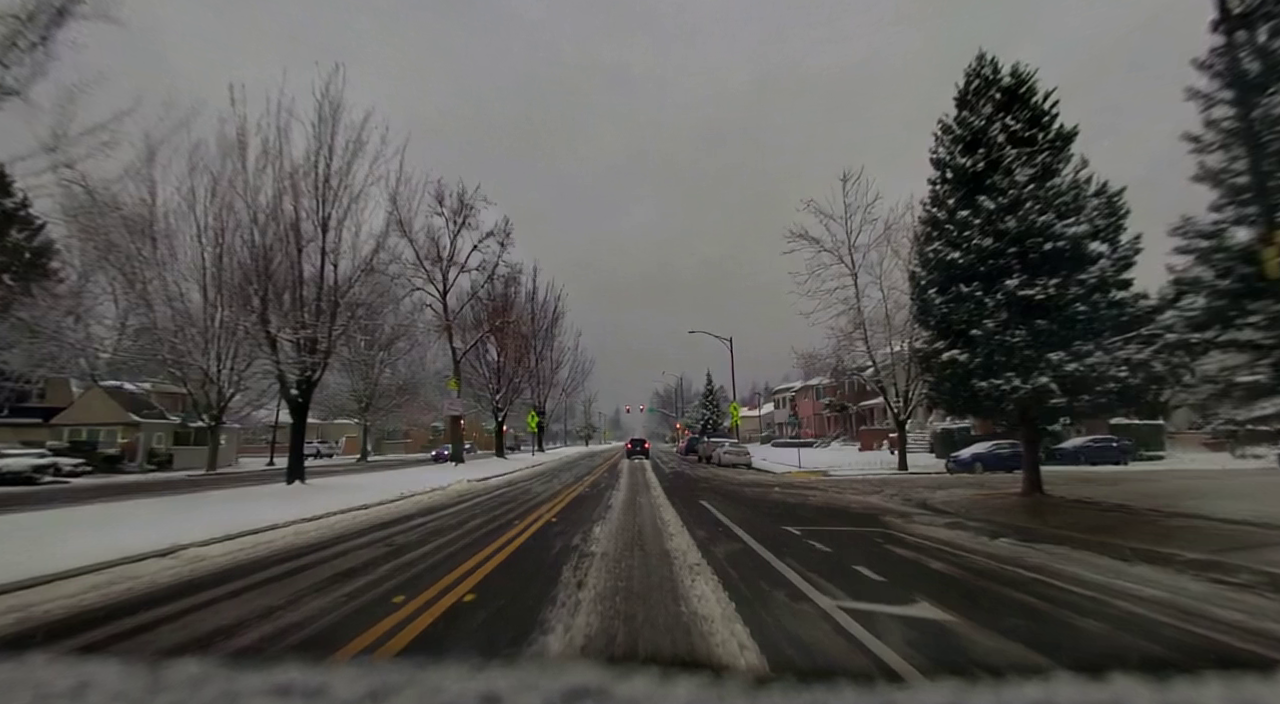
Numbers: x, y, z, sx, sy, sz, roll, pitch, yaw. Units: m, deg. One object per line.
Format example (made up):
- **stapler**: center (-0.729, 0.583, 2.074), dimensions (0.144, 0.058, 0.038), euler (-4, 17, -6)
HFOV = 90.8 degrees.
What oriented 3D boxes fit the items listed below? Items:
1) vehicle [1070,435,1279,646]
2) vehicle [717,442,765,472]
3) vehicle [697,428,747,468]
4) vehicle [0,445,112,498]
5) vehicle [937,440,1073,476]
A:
- **vehicle**: center (5.448, 1.298, 4.251), dimensions (1.963, 1.452, 4.561), euler (0, -9, 1)
- **vehicle**: center (5.649, 5.925, 35.809), dimensions (1.940, 1.584, 4.553), euler (0, -9, 0)
- **vehicle**: center (5.365, 6.429, 42.313), dimensions (2.324, 2.468, 6.422), euler (1, -9, -1)
- **vehicle**: center (-25.897, 5.019, 26.933), dimensions (2.035, 2.025, 5.495), euler (-1, -9, -1)
- **vehicle**: center (15.612, 4.560, 27.186), dimensions (4.565, 1.463, 2.084), euler (0, -9, -2)
